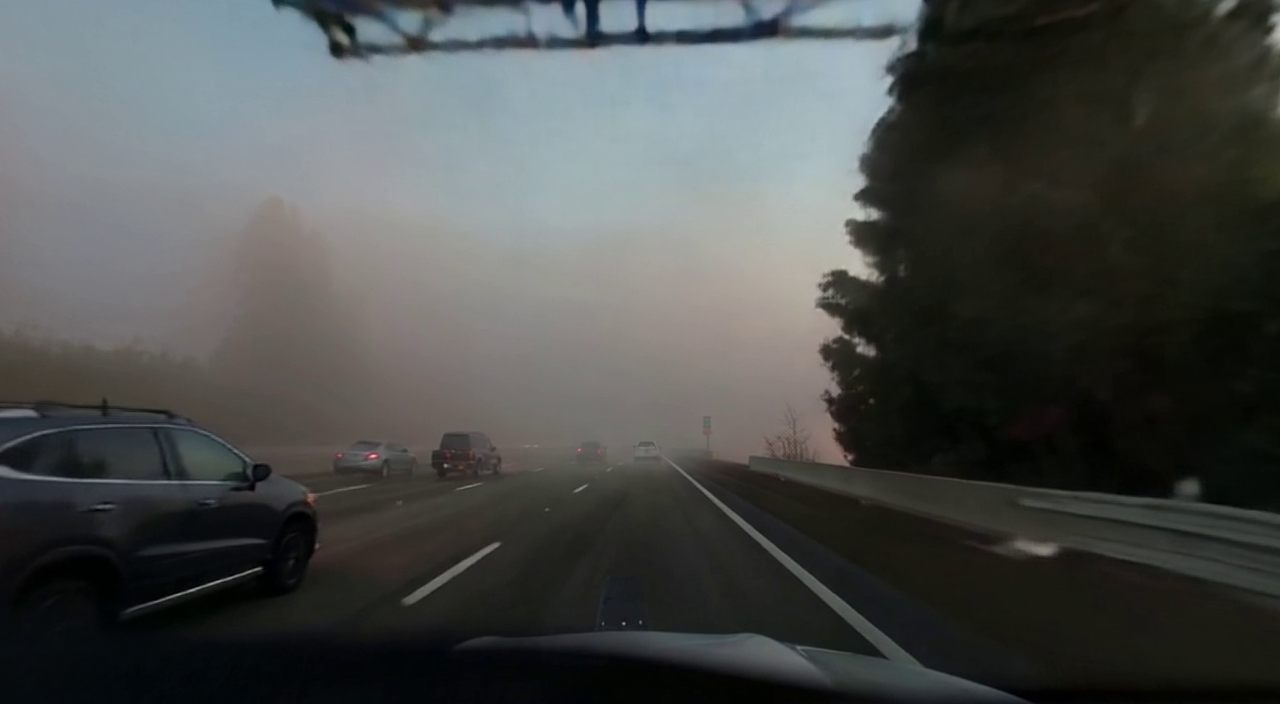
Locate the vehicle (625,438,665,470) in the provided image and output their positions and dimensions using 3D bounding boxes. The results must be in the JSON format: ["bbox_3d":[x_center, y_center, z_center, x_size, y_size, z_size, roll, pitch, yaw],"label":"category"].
[{"bbox_3d":[0.250,5.818,36.167,2.135,1.697,4.757,0,-8,0],"label":"vehicle"}]

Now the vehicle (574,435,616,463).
[{"bbox_3d":[-3.462,7.640,49.704,2.751,2.050,5.761,0,-8,2],"label":"vehicle"}]

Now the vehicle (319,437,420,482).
[{"bbox_3d":[-11.400,4.538,27.030,2.187,1.726,4.634,0,-8,1],"label":"vehicle"}]

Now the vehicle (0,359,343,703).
[{"bbox_3d":[-4.138,1.041,3.954,2.136,1.718,4.873,0,-8,0],"label":"vehicle"}]

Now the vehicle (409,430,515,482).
[{"bbox_3d":[-7.223,4.289,26.459,2.521,1.901,5.988,0,-8,2],"label":"vehicle"}]
